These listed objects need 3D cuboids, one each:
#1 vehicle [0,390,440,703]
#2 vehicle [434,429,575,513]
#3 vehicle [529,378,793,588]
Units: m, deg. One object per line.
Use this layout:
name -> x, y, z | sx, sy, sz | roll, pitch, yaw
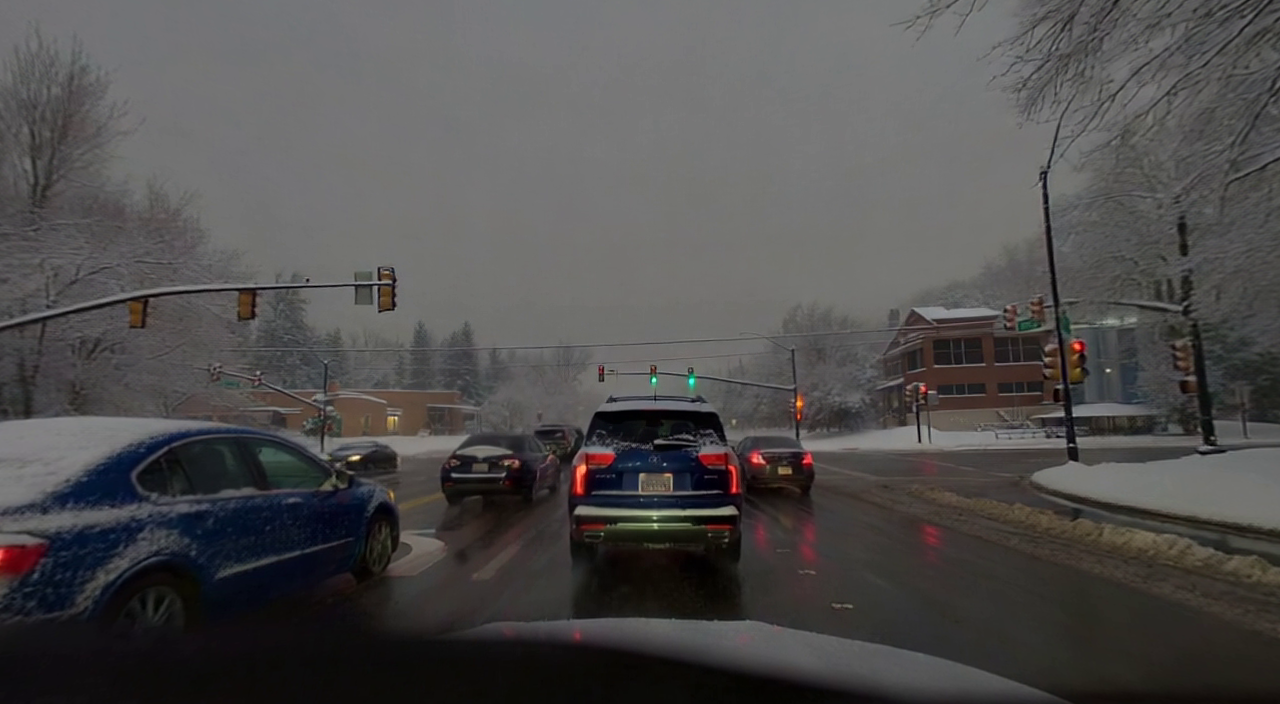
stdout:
vehicle -> -3.232, 1.211, 4.482 | 1.958, 1.494, 4.624 | 0, -8, 2
vehicle -> -2.675, 2.447, 13.461 | 1.851, 1.502, 4.042 | 0, -8, 4
vehicle -> 0.213, 1.458, 7.769 | 2.300, 1.832, 4.331 | 0, -8, 1
